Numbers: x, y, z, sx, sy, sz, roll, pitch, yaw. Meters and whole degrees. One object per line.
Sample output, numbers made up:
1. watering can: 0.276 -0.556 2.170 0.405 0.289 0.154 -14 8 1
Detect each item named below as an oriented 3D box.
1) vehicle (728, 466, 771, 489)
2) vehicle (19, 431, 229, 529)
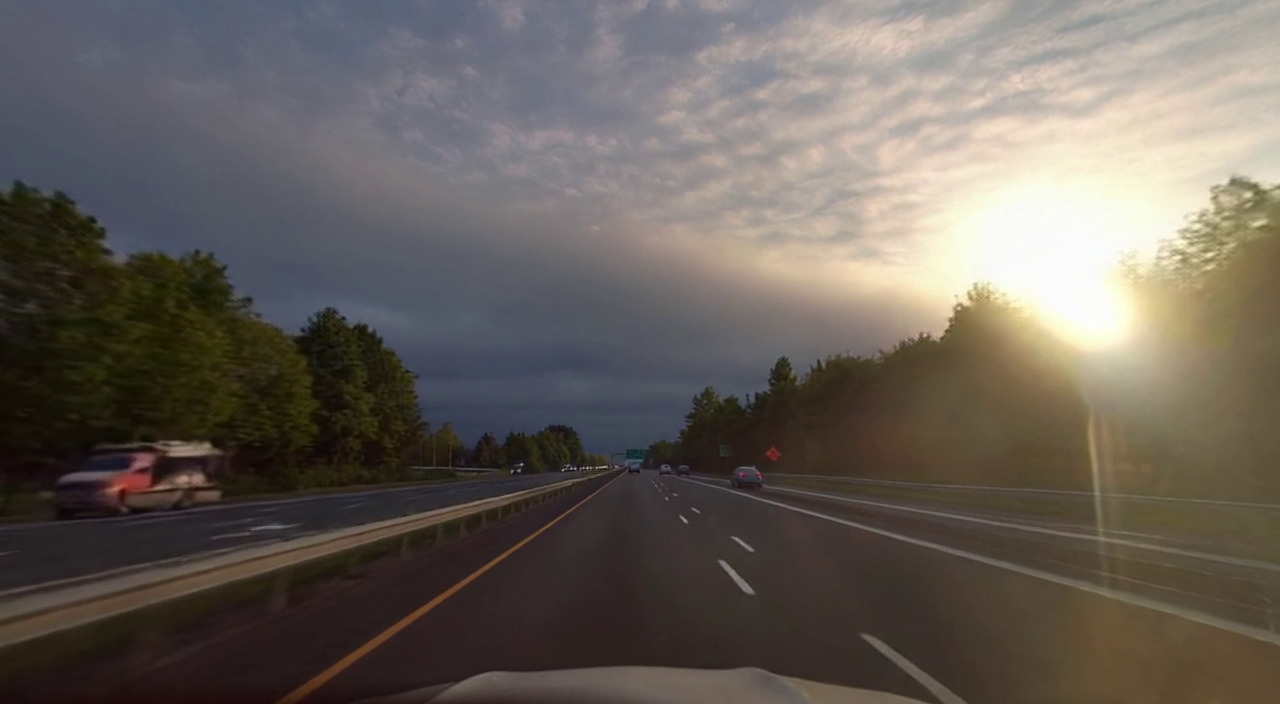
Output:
1. vehicle: 7.368 8.506 42.866 2.024 1.476 4.352 1 -11 -2
2. vehicle: -19.604 4.948 24.691 2.775 3.214 6.920 2 -11 -7
